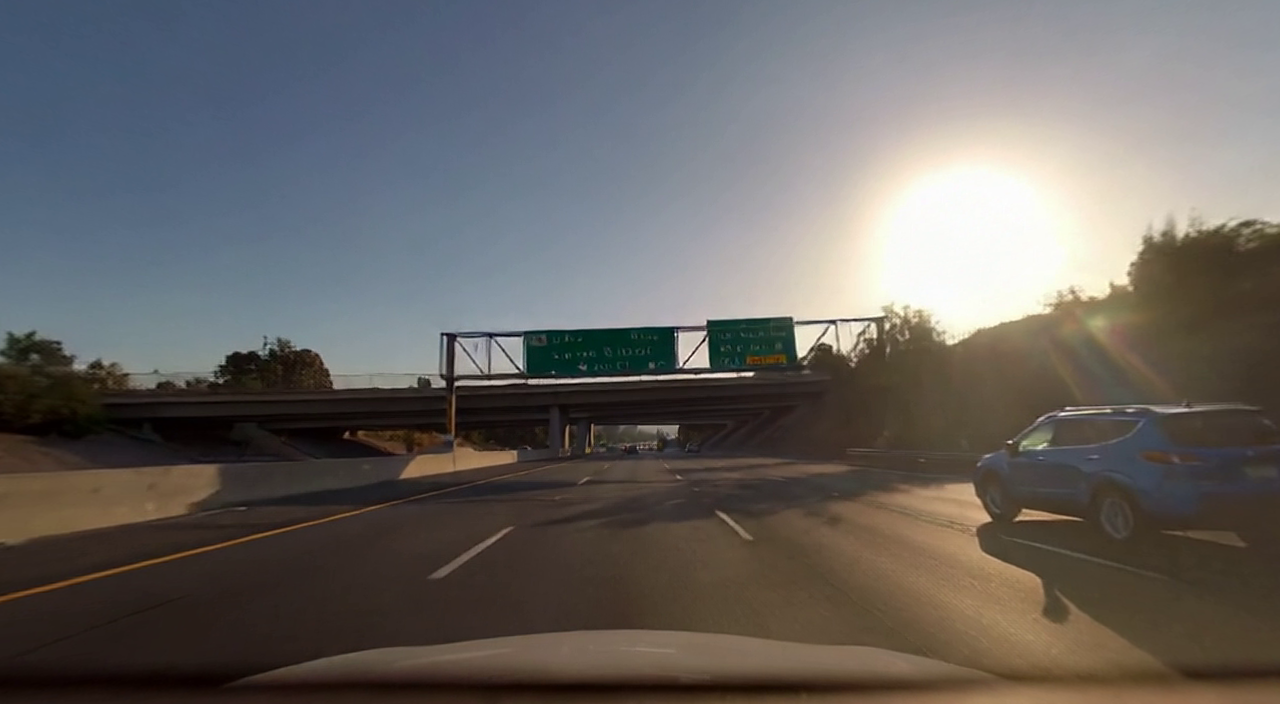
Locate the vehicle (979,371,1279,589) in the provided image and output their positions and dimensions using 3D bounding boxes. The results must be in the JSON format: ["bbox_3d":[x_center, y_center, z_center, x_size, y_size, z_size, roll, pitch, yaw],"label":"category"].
[{"bbox_3d":[6.648,1.449,7.870,2.222,1.899,4.595,0,-8,0],"label":"vehicle"}]
